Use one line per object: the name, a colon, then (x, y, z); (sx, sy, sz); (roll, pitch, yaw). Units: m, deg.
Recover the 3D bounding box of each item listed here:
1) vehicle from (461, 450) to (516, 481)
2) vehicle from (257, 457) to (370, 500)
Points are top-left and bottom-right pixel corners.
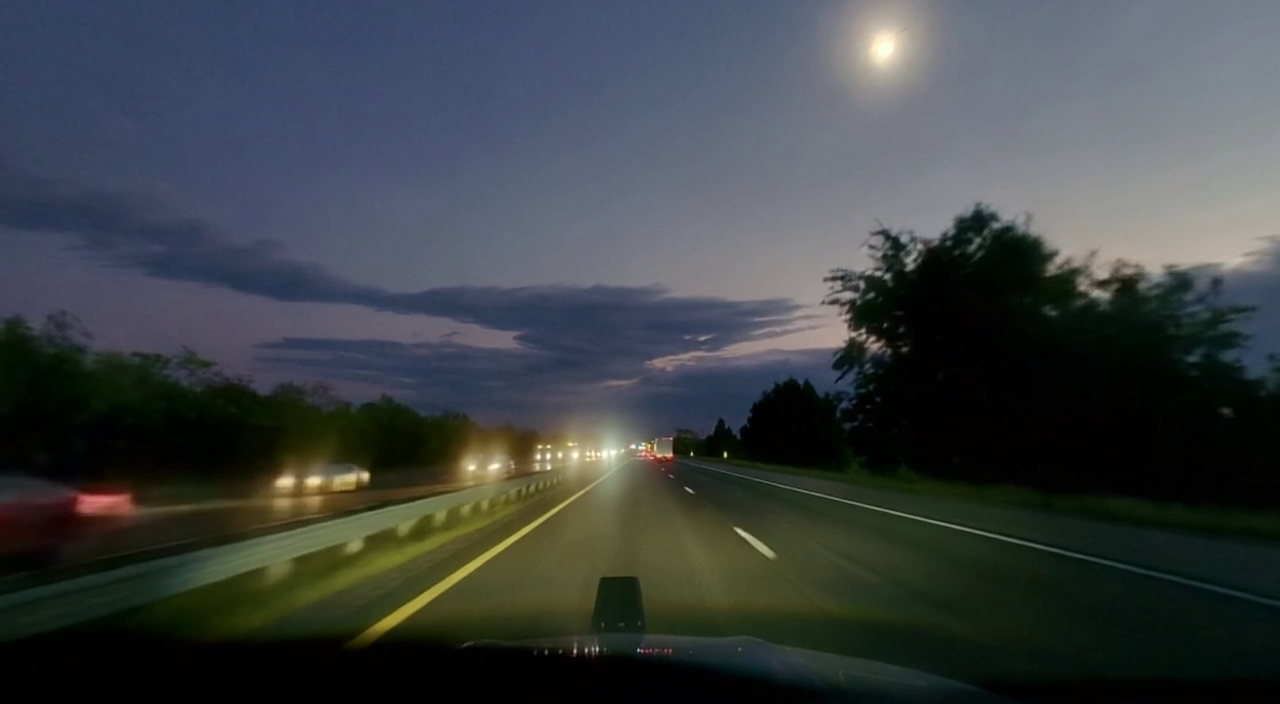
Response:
vehicle: (-8.489, 6.374, 35.609); (2.059, 1.613, 4.027); (0, -9, 0)
vehicle: (-12.326, 4.773, 24.166); (1.887, 1.439, 4.504); (0, -9, 0)
